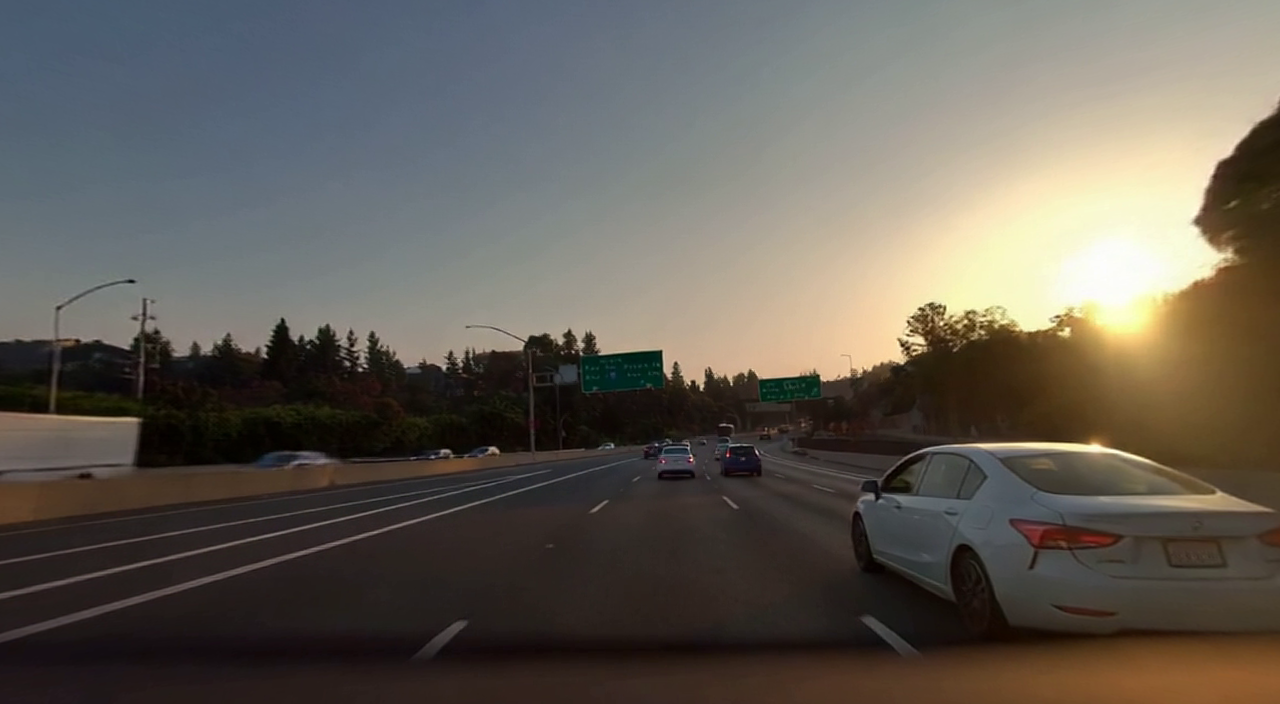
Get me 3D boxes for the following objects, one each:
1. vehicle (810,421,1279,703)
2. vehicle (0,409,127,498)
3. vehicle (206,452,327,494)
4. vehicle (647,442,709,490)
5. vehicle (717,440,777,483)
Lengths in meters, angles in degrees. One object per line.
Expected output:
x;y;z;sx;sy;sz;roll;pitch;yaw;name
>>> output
3.103;1.462;5.602;2.009;1.489;4.559;0;-9;1;vehicle
-22.913;3.597;22.412;3.098;2.950;6.966;0;-9;2;vehicle
-15.057;4.866;25.720;1.973;1.532;4.450;-1;-9;4;vehicle
1.376;4.128;23.092;2.074;1.614;3.803;-1;-9;3;vehicle
4.581;4.770;27.683;2.076;1.684;4.241;0;-9;3;vehicle
